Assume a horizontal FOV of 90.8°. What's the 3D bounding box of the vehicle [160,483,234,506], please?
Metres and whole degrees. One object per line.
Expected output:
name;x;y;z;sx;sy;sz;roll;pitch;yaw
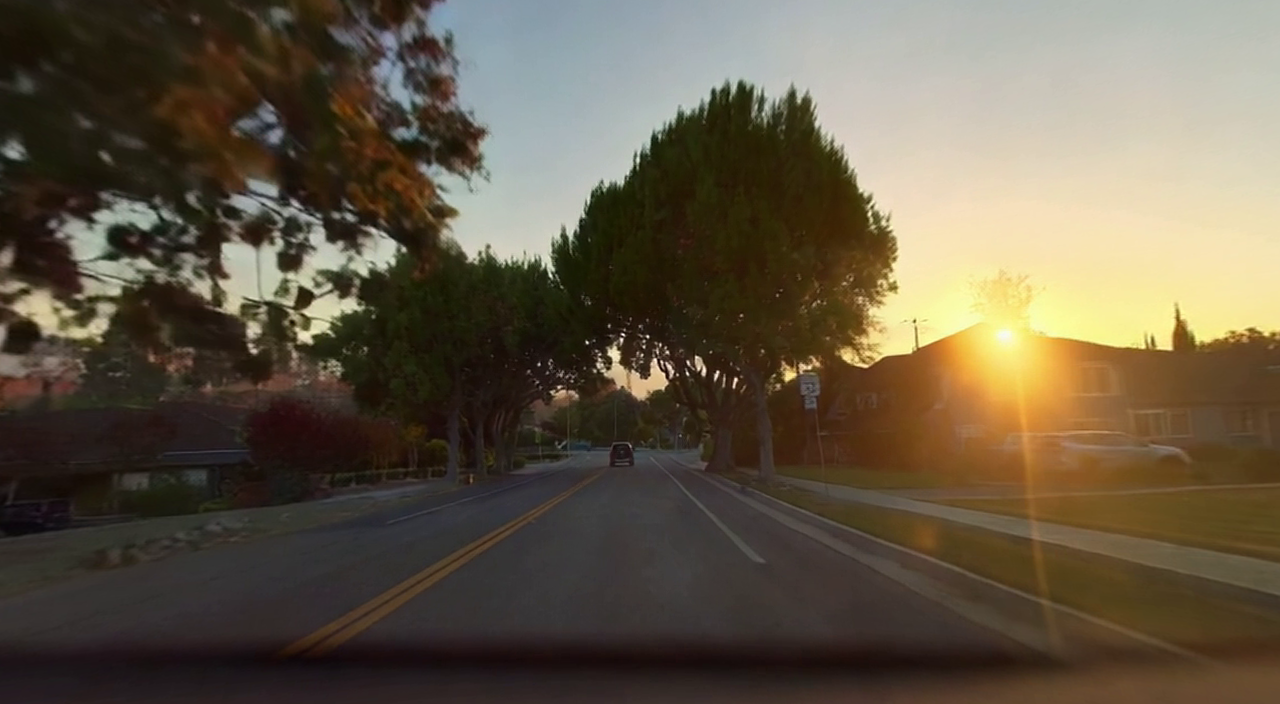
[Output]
vehicle;-29.470;9.471;42.072;3.675;1.432;1.636;0;-9;3

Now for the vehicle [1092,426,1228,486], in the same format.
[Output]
vehicle;17.843;3.572;21.903;1.999;1.901;3.073;0;-9;0

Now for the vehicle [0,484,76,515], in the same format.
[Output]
vehicle;-30.996;7.418;31.857;3.502;1.310;1.729;0;-8;5

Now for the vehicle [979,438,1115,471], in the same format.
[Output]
vehicle;14.472;3.690;22.836;1.987;1.039;4.499;0;-9;0
